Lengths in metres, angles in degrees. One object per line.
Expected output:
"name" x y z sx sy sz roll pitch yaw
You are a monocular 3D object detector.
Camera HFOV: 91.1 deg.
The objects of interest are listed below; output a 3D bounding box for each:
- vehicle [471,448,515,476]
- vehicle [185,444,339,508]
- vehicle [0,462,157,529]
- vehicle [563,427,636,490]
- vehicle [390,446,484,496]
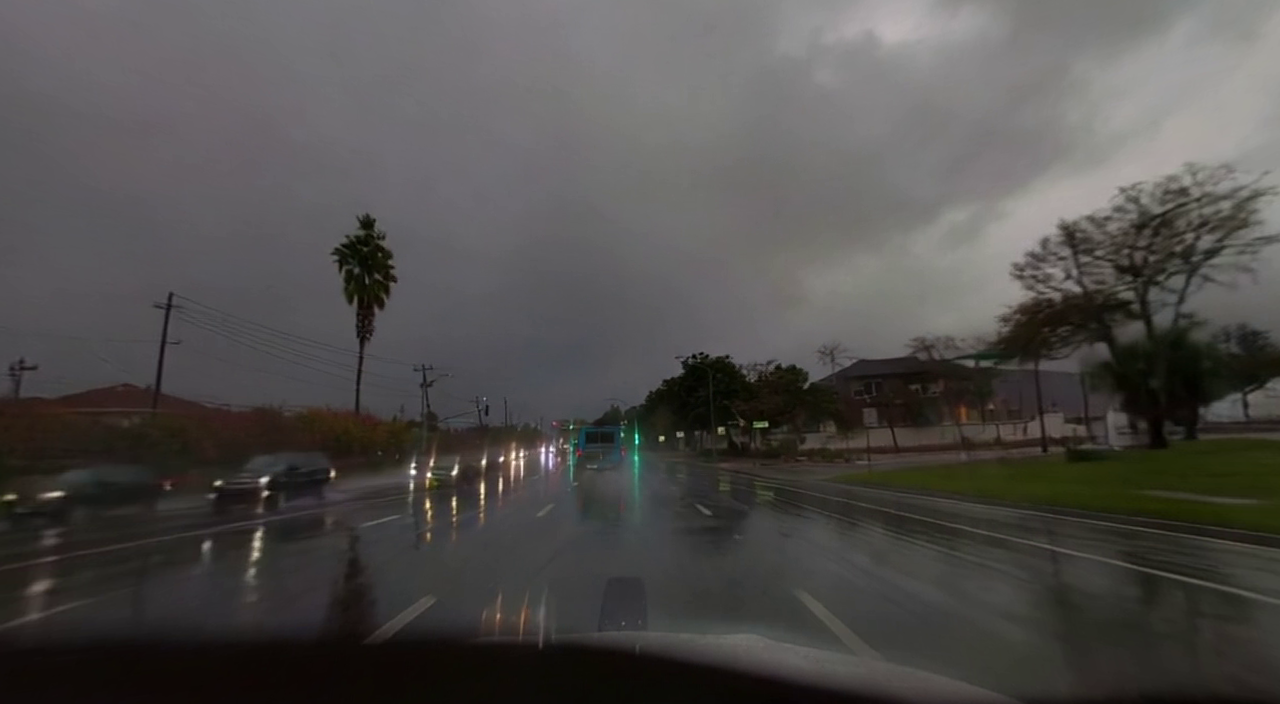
"vehicle" -9.775 7.304 41.984 2.114 1.698 4.415 0 -9 -3
"vehicle" -12.213 3.991 20.798 2.213 1.857 4.830 0 -9 -2
"vehicle" -15.669 3.814 17.149 1.971 1.518 3.772 0 -9 -2
"vehicle" -1.704 4.114 24.668 2.507 2.161 6.049 1 -9 -6
"vehicle" -7.041 4.140 22.289 2.016 1.576 4.215 0 -9 -1
